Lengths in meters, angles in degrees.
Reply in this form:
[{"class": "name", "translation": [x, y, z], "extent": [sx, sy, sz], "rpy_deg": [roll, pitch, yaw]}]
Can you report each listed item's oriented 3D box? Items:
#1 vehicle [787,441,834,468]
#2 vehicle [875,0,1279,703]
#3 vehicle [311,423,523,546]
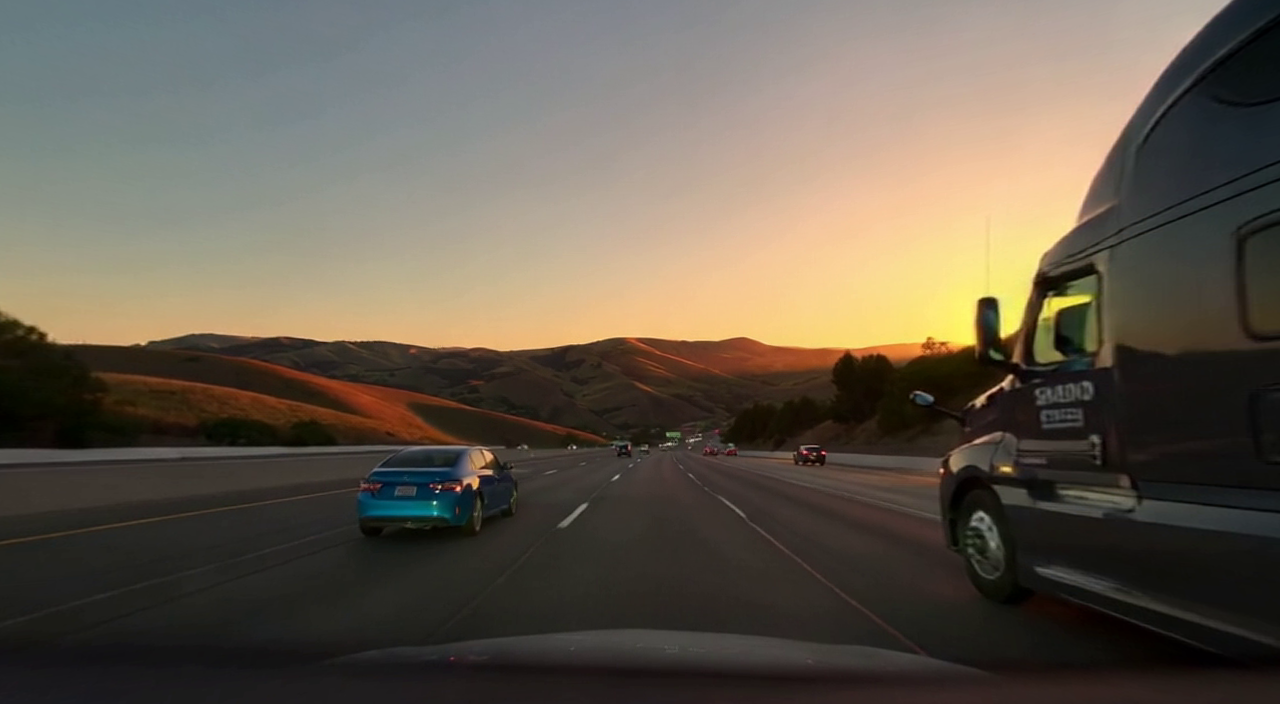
[{"class": "vehicle", "translation": [12.025, 7.234, 44.498], "extent": [2.062, 1.736, 4.589], "rpy_deg": [0, -9, 0]}, {"class": "vehicle", "translation": [4.056, -0.136, 2.302], "extent": [3.277, 3.871, 7.882], "rpy_deg": [0, -9, 0]}, {"class": "vehicle", "translation": [-3.337, 2.053, 10.342], "extent": [1.967, 1.615, 3.886], "rpy_deg": [0, -9, 1]}]
